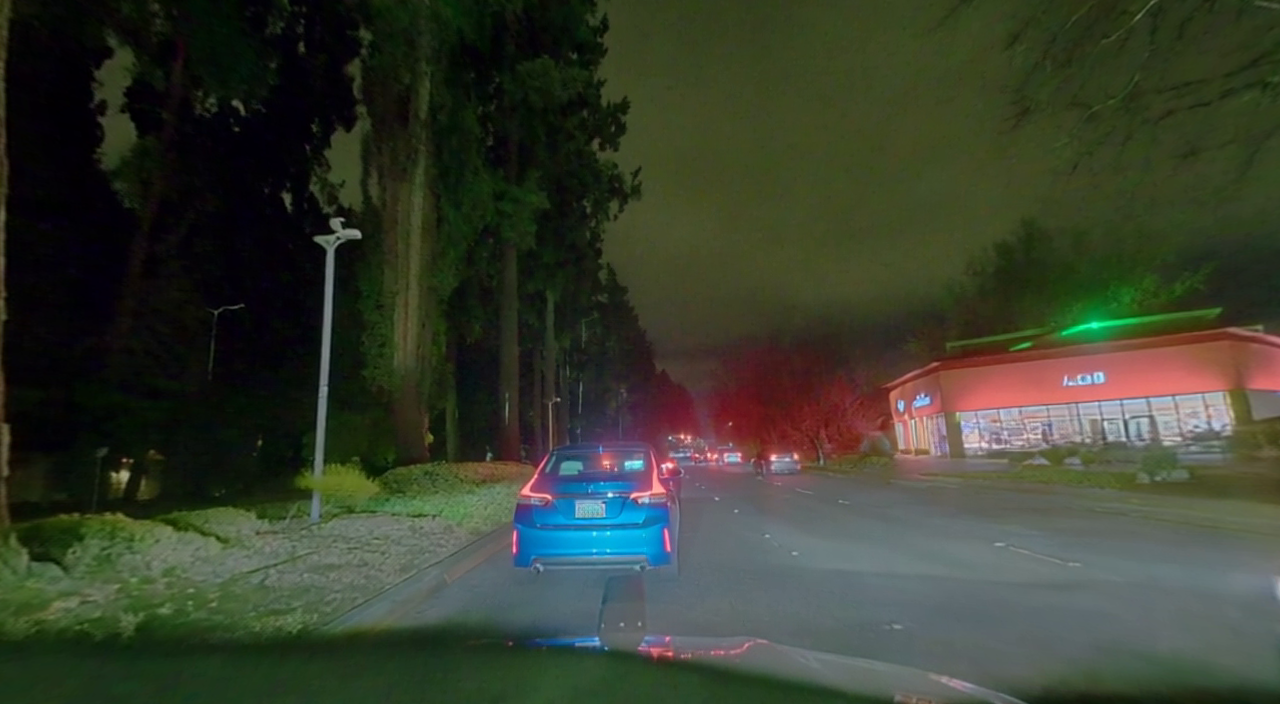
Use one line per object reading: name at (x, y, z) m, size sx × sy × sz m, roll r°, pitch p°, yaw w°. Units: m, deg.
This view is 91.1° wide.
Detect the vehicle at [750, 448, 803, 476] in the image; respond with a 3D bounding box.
vehicle at (7.165, 5.791, 33.280) m, size 1.909 × 1.380 × 3.905 m, roll 0°, pitch -8°, yaw 0°

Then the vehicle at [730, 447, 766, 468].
vehicle at (8.088, 7.926, 47.449) m, size 1.887 × 1.516 × 4.419 m, roll 0°, pitch -9°, yaw 0°

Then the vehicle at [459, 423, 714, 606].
vehicle at (-0.460, 1.651, 7.296) m, size 2.111 × 1.506 × 4.018 m, roll 0°, pitch -8°, yaw 0°

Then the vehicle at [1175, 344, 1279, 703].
vehicle at (3.414, 0.542, 0.686) m, size 1.946 × 1.648 × 4.230 m, roll 0°, pitch -8°, yaw 1°
